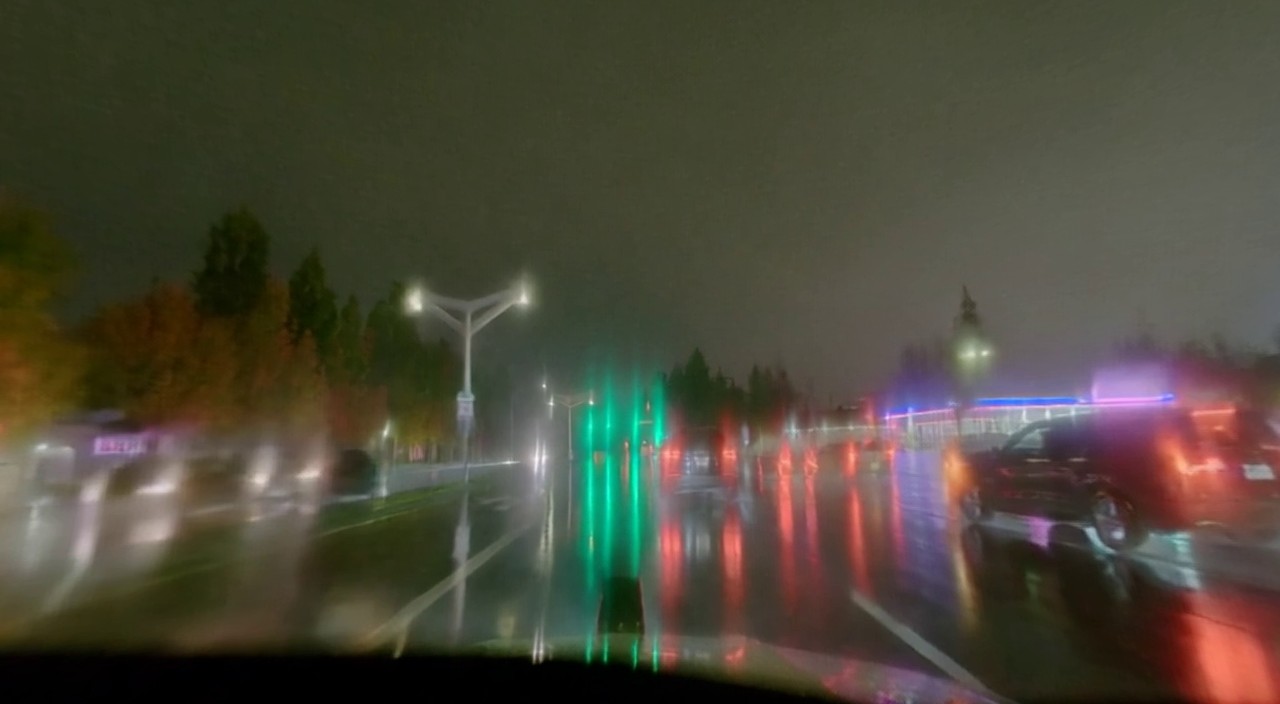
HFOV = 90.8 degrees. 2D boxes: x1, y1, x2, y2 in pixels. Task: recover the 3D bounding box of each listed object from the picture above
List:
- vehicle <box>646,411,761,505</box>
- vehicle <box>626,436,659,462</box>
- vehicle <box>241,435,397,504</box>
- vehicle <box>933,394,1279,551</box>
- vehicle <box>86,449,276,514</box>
[{"bbox_3d":[1.331,2.526,15.451,2.038,1.917,4.900,0,-8,-3],"label":"vehicle"},{"bbox_3d":[0.159,6.532,42.653,2.101,1.707,3.904,0,-8,-1],"label":"vehicle"},{"bbox_3d":[-8.864,3.256,18.007,2.044,1.695,4.503,0,-8,0],"label":"vehicle"},{"bbox_3d":[6.659,1.713,9.618,2.025,1.765,4.729,0,-8,-1],"label":"vehicle"},{"bbox_3d":[-12.193,3.422,17.242,1.868,1.496,4.390,0,-8,0],"label":"vehicle"}]
